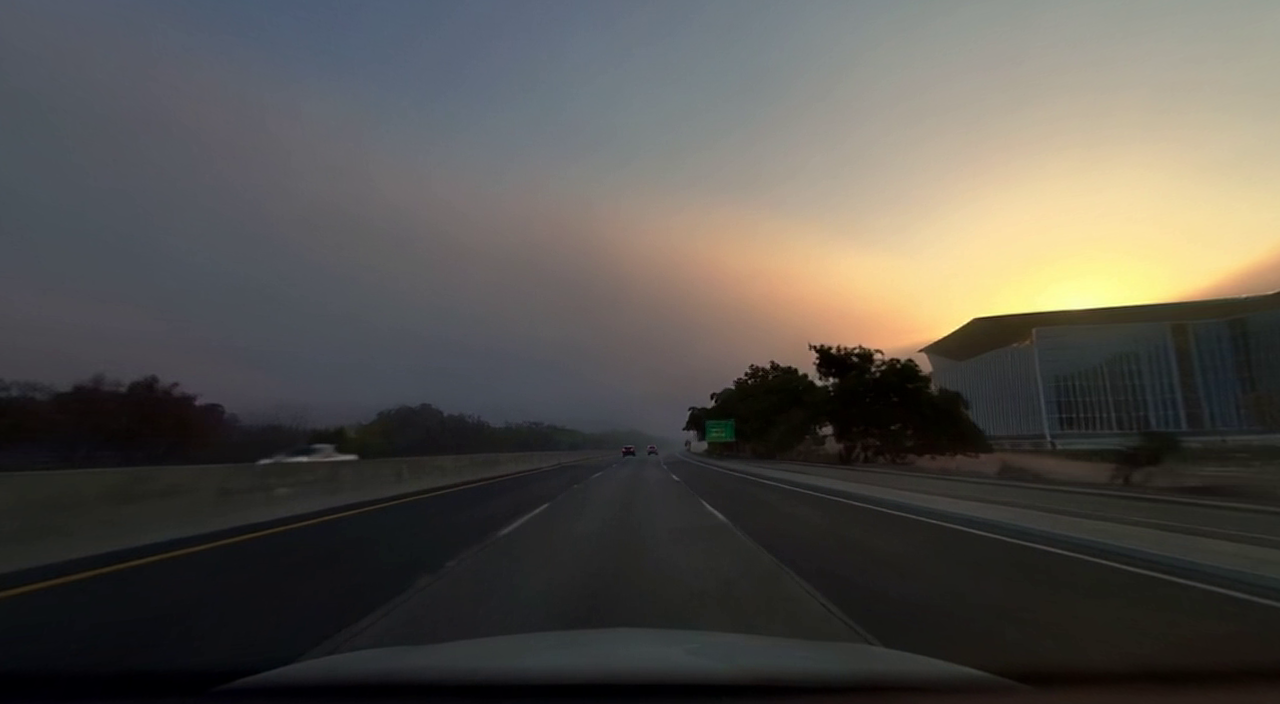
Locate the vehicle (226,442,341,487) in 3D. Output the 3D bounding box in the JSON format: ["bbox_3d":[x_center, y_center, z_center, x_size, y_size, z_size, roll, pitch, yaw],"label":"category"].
[{"bbox_3d":[-13.481,4.263,24.039,1.907,1.533,4.153,0,-9,1],"label":"vehicle"}]
